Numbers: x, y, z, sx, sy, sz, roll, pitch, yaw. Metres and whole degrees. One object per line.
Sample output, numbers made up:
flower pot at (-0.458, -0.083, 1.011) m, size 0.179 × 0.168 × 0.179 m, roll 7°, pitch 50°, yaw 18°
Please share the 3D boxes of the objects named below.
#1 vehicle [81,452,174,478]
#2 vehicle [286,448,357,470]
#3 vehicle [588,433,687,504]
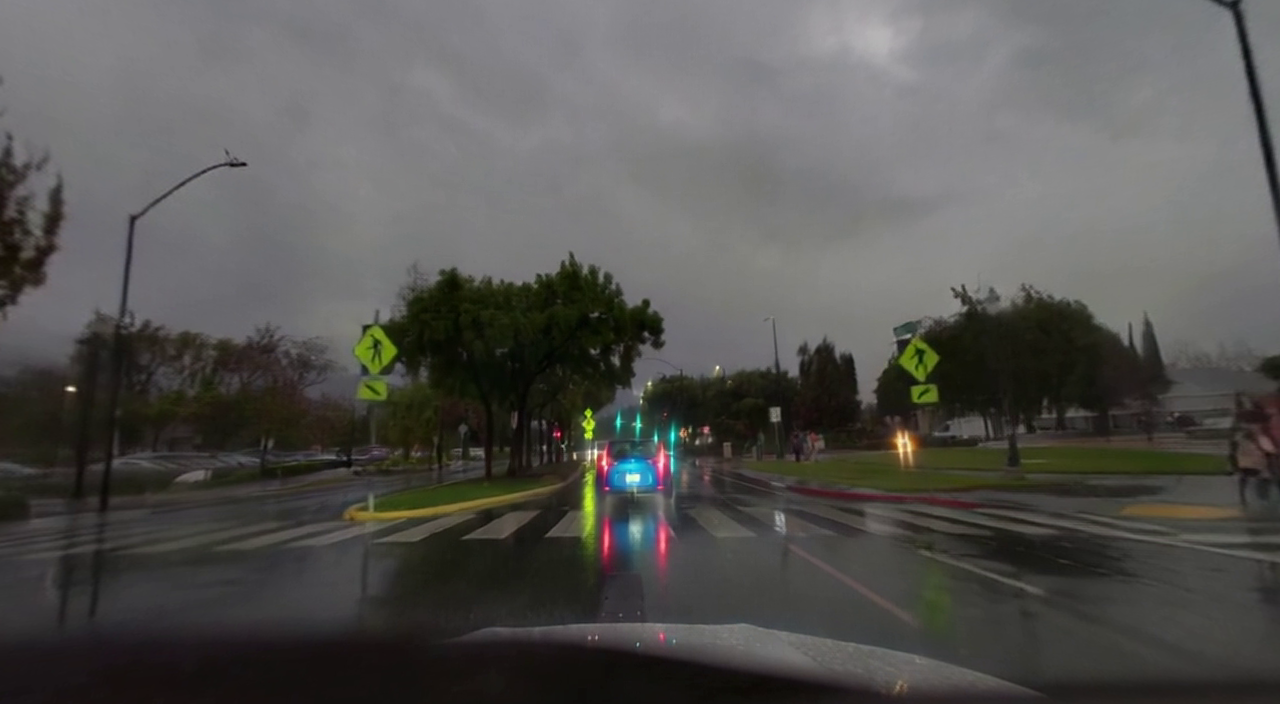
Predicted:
vehicle at (-35.597, 7.848, 43.988) m, size 4.466 × 1.619 × 2.319 m, roll -1°, pitch -8°, yaw -1°
vehicle at (-23.024, 7.750, 45.806) m, size 4.038 × 1.531 × 2.015 m, roll 1°, pitch -9°, yaw -3°
vehicle at (-0.122, 2.940, 16.406) m, size 2.221 × 1.570 × 4.398 m, roll 0°, pitch -8°, yaw -2°
